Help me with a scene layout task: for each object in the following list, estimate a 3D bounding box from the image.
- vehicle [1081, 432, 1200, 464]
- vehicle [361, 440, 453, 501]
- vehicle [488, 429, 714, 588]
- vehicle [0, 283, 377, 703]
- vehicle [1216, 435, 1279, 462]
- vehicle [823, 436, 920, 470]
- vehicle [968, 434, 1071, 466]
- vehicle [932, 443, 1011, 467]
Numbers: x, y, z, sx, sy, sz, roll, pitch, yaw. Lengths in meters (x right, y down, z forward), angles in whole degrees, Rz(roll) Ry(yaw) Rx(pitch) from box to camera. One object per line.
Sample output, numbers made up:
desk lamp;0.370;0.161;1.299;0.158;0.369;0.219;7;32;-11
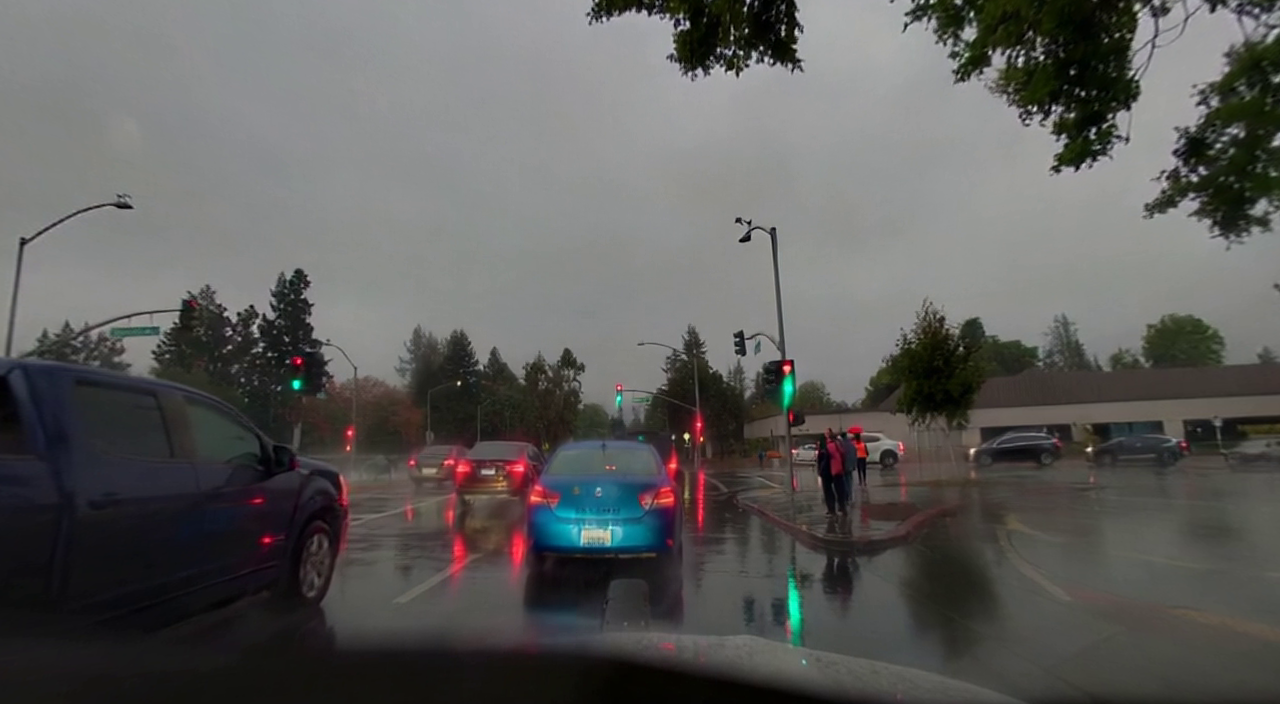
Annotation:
vehicle;28.937;5.579;36.563;4.967;1.794;2.044;-1;-9;3
vehicle;-7.562;3.835;20.979;2.026;1.755;5.167;2;-9;-11
vehicle;-0.366;1.831;8.284;2.144;1.497;4.446;0;-9;0
vehicle;-3.662;0.840;3.396;2.202;1.961;4.980;0;-9;1
vehicle;36.249;5.503;36.001;4.643;1.464;1.840;-1;-9;3
vehicle;12.216;5.359;33.458;4.394;1.724;1.886;0;-9;1
vehicle;21.940;5.661;36.554;4.529;1.786;2.110;0;-9;2
vehicle;21.218;6.586;40.393;3.983;1.443;1.831;0;-9;1
